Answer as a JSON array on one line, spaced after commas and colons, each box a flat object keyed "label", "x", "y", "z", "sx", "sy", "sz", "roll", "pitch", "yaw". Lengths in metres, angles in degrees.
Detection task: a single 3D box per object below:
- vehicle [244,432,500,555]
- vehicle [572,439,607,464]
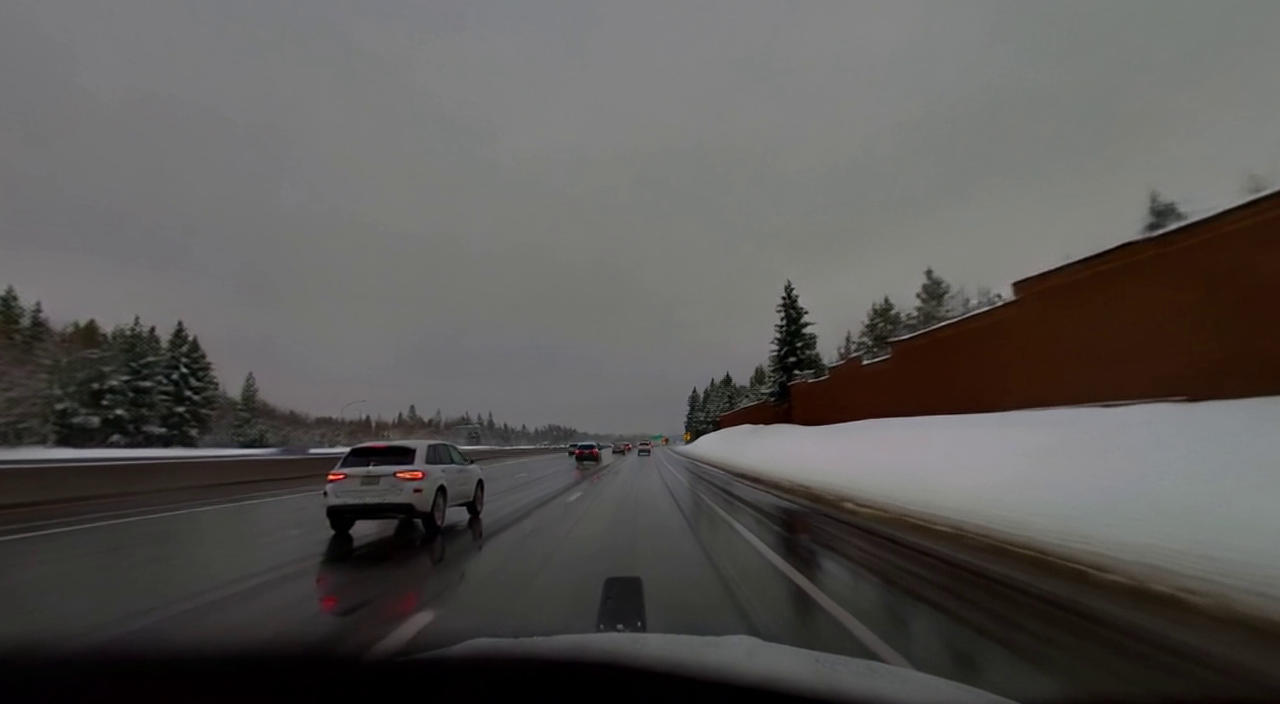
[{"label": "vehicle", "x": -3.824, "y": 2.095, "z": 10.133, "sx": 1.945, "sy": 1.484, "sz": 4.803, "roll": 0, "pitch": -8, "yaw": 1}, {"label": "vehicle", "x": -3.512, "y": 7.090, "z": 44.757, "sx": 2.036, "sy": 1.636, "sz": 4.511, "roll": 0, "pitch": -8, "yaw": 1}]
